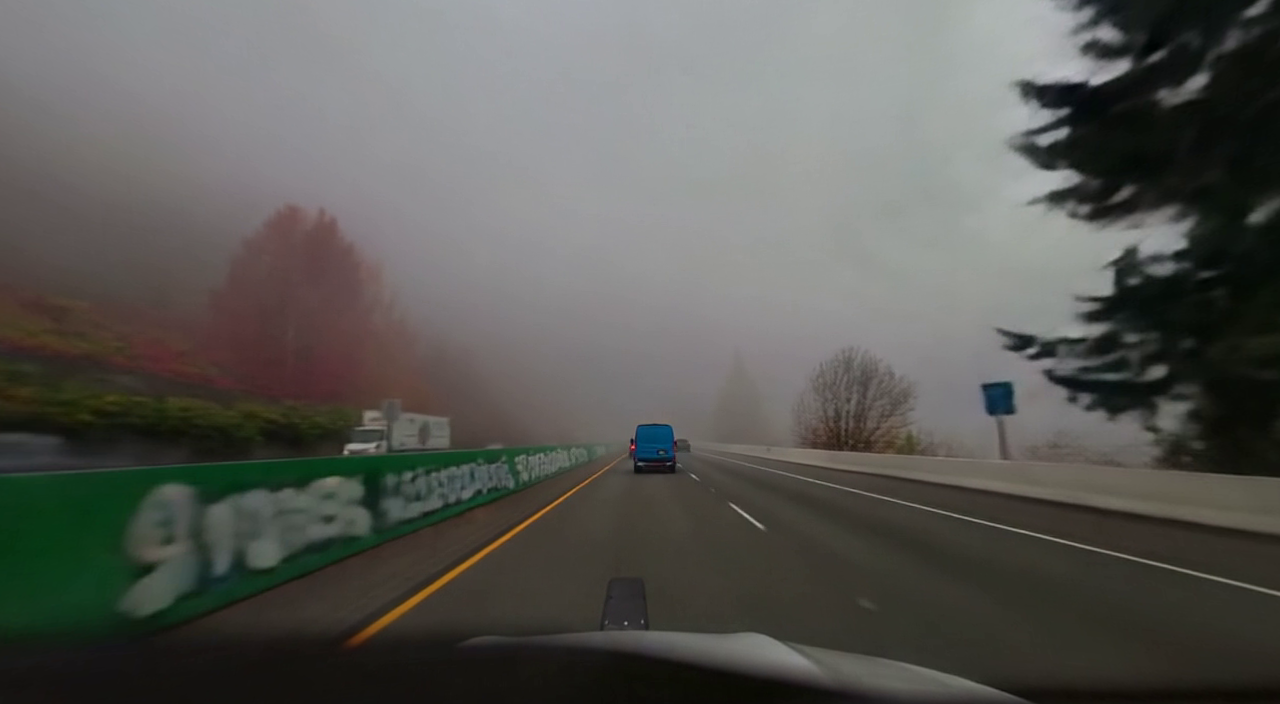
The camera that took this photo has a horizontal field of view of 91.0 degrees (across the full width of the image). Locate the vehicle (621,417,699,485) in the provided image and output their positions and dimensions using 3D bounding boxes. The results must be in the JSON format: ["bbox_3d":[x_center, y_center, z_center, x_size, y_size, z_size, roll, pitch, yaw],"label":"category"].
[{"bbox_3d":[0.594,3.215,20.650,2.283,1.956,4.421,0,-8,0],"label":"vehicle"}]

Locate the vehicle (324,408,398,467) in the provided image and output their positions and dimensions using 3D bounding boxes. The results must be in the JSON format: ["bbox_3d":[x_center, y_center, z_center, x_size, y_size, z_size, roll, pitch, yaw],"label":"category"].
[{"bbox_3d":[-20.541,6.318,46.592,2.894,4.043,4.966,0,-8,2],"label":"vehicle"}]

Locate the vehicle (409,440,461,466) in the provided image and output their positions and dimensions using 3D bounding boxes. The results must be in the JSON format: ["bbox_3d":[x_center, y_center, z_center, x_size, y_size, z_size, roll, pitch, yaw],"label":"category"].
[{"bbox_3d":[-14.118,6.971,43.591,1.928,1.631,4.380,0,-8,2],"label":"vehicle"}]
